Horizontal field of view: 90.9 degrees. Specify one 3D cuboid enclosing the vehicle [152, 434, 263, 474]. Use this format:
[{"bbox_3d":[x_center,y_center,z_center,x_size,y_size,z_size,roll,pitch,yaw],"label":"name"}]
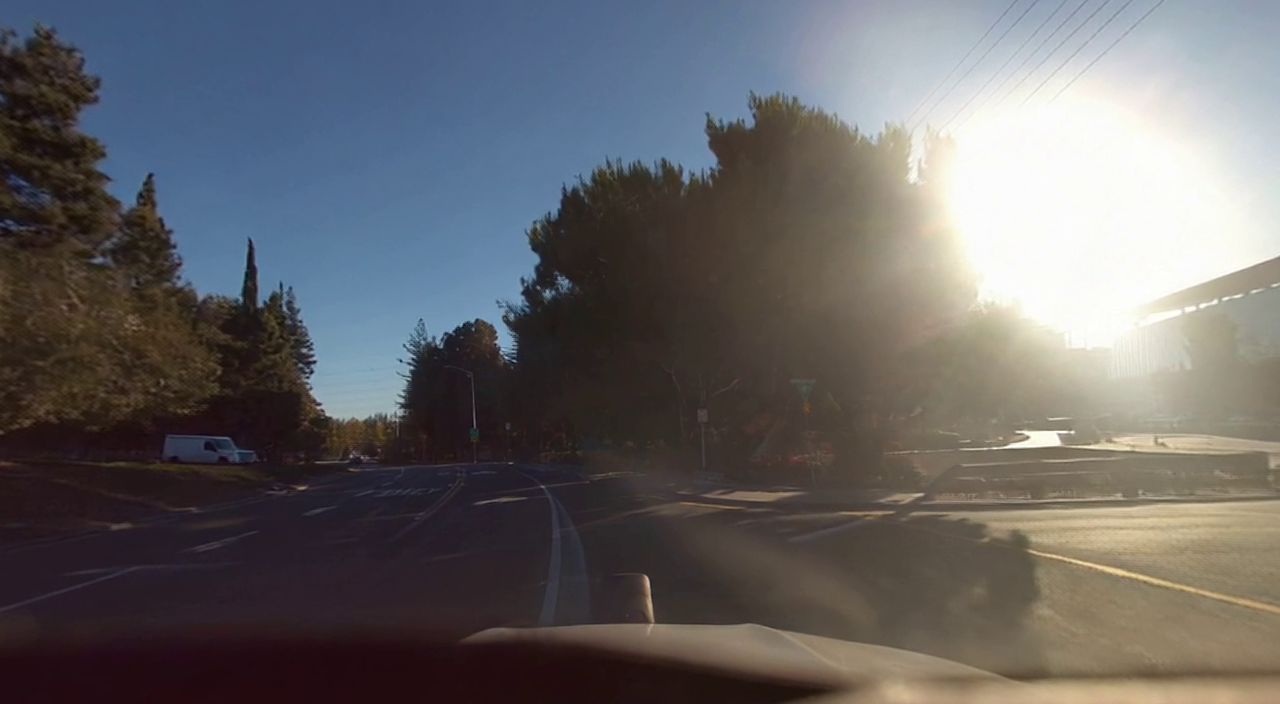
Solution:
[{"bbox_3d":[-23.147,5.443,33.805,4.699,1.996,2.116,-2,-9,11],"label":"vehicle"}]
